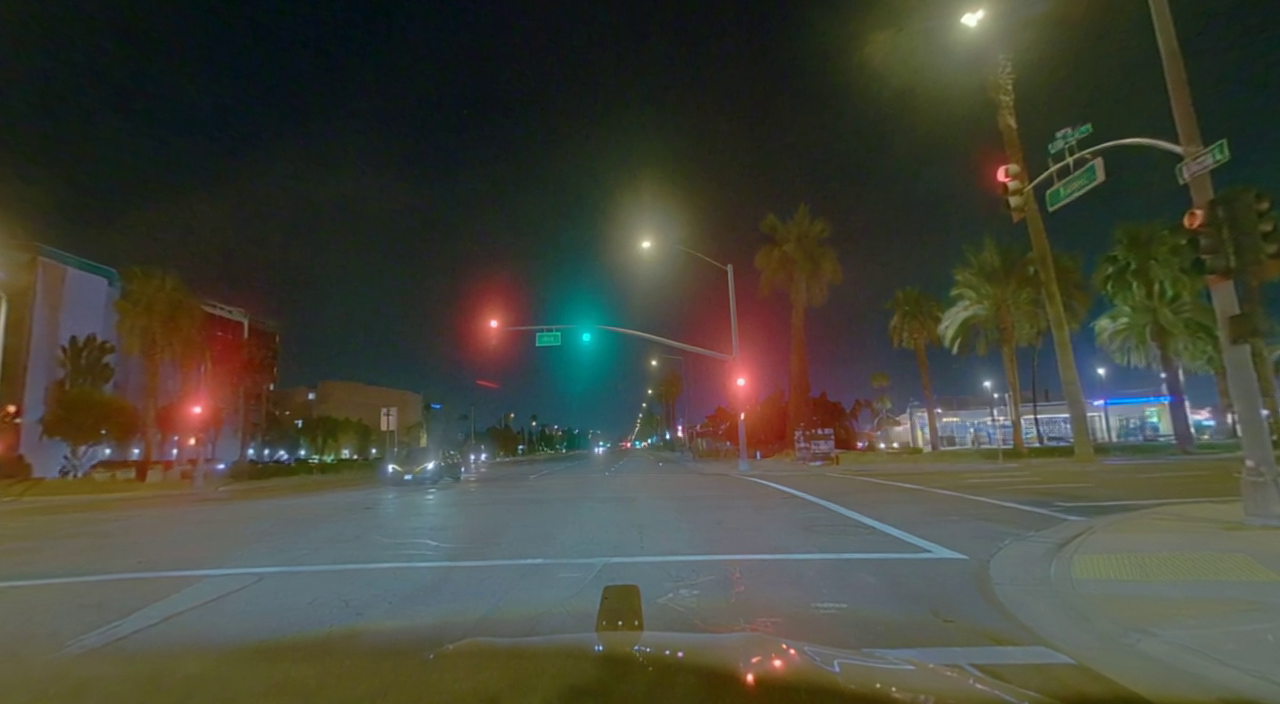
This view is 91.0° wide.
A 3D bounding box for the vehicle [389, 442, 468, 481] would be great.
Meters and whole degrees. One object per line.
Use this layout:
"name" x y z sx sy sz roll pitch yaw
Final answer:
"vehicle" -10.742 5.587 32.370 2.270 1.833 4.860 0 -9 1
